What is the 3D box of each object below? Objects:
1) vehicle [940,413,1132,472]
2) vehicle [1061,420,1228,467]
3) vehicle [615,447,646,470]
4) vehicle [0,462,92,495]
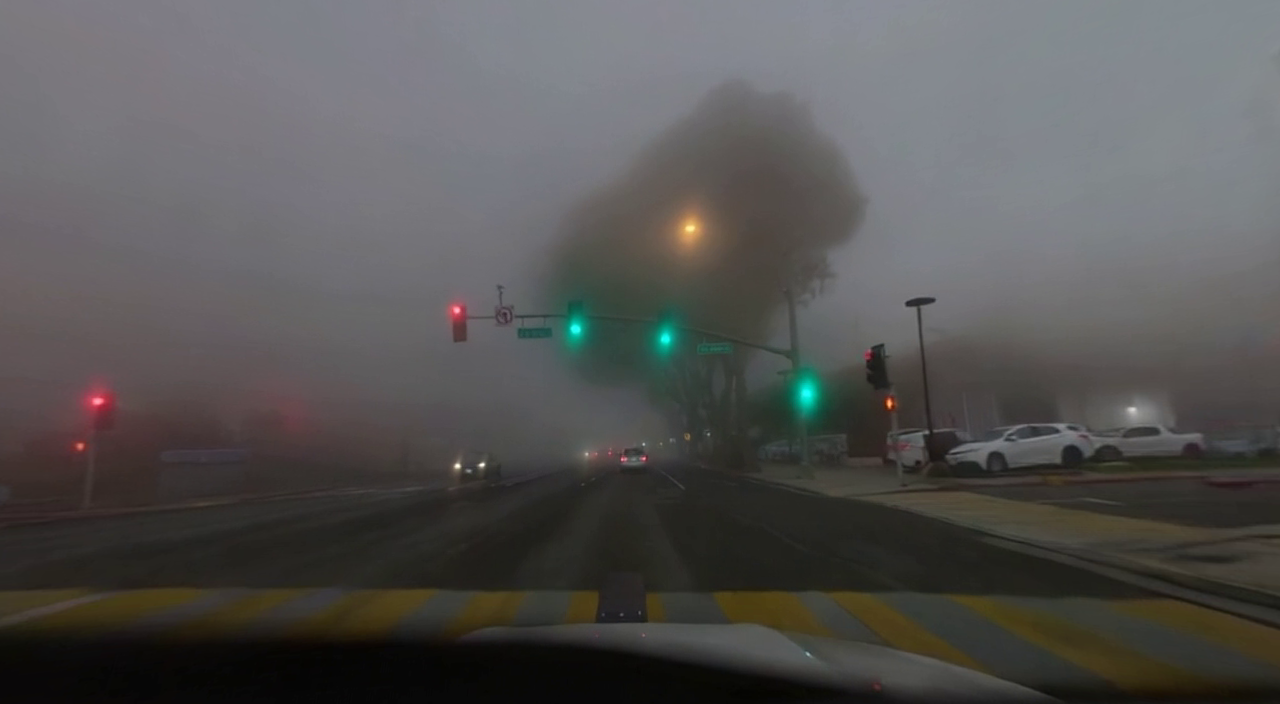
[{"bbox_3d":[12.882,2.981,20.823,4.852,1.805,2.155,0,-9,-2],"label":"vehicle"},{"bbox_3d":[18.632,3.414,23.507,4.586,1.623,1.861,0,-9,-1],"label":"vehicle"},{"bbox_3d":[-0.637,7.037,41.903,1.977,1.451,4.032,0,-9,-1],"label":"vehicle"},{"bbox_3d":[-40.070,8.352,42.089,2.004,1.945,5.069,-2,-9,11],"label":"vehicle"}]
